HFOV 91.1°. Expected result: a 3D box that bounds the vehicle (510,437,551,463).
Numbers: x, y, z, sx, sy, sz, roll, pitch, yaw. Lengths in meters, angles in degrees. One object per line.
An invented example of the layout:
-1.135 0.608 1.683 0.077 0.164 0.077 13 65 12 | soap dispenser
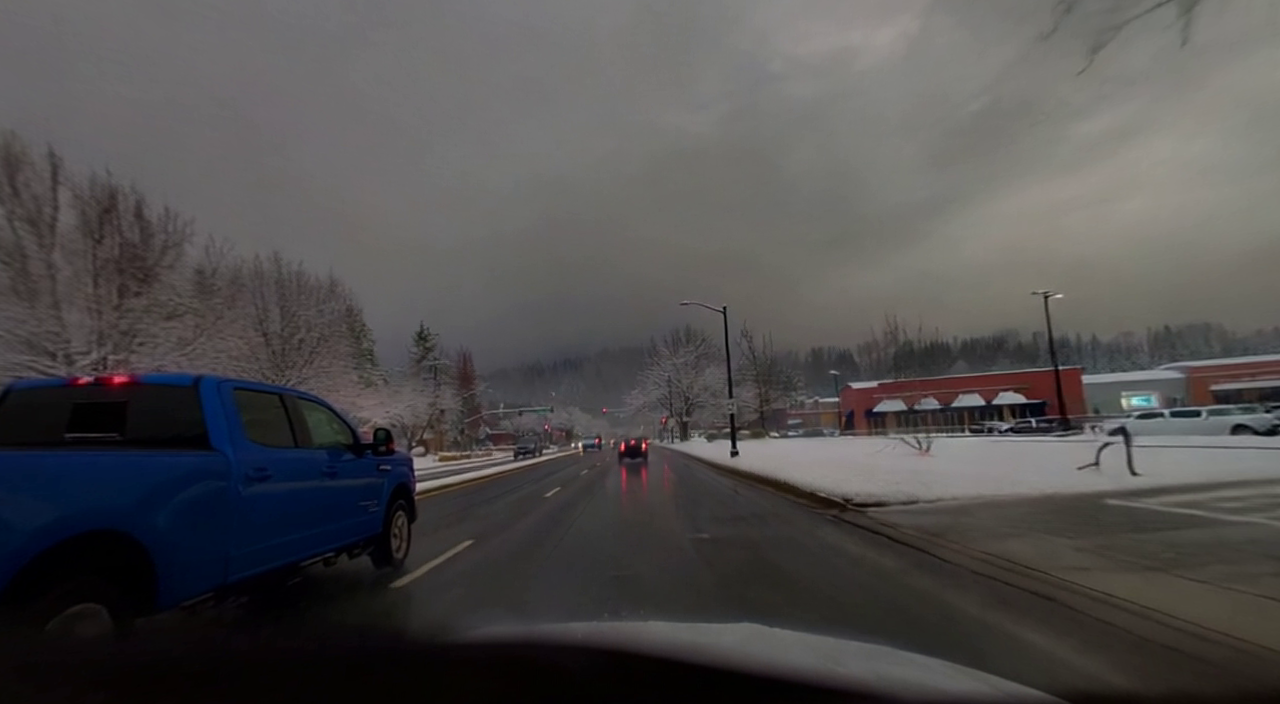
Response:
-8.117 7.312 47.061 2.146 1.788 5.153 0 -8 1 | vehicle

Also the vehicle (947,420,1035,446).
22.732 5.306 40.778 4.767 1.443 1.978 -7 -11 28 | vehicle

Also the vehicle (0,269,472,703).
-3.653 1.081 4.883 2.552 2.079 6.810 0 -8 3 | vehicle

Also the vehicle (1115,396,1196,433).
34.672 4.277 42.177 5.297 2.323 2.378 4 -9 -31 | vehicle

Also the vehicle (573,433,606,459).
-3.952 7.478 49.960 2.243 1.976 4.514 0 -8 1 | vehicle

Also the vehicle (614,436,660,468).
-0.141 5.082 32.127 2.191 1.530 4.470 0 -8 0 | vehicle
